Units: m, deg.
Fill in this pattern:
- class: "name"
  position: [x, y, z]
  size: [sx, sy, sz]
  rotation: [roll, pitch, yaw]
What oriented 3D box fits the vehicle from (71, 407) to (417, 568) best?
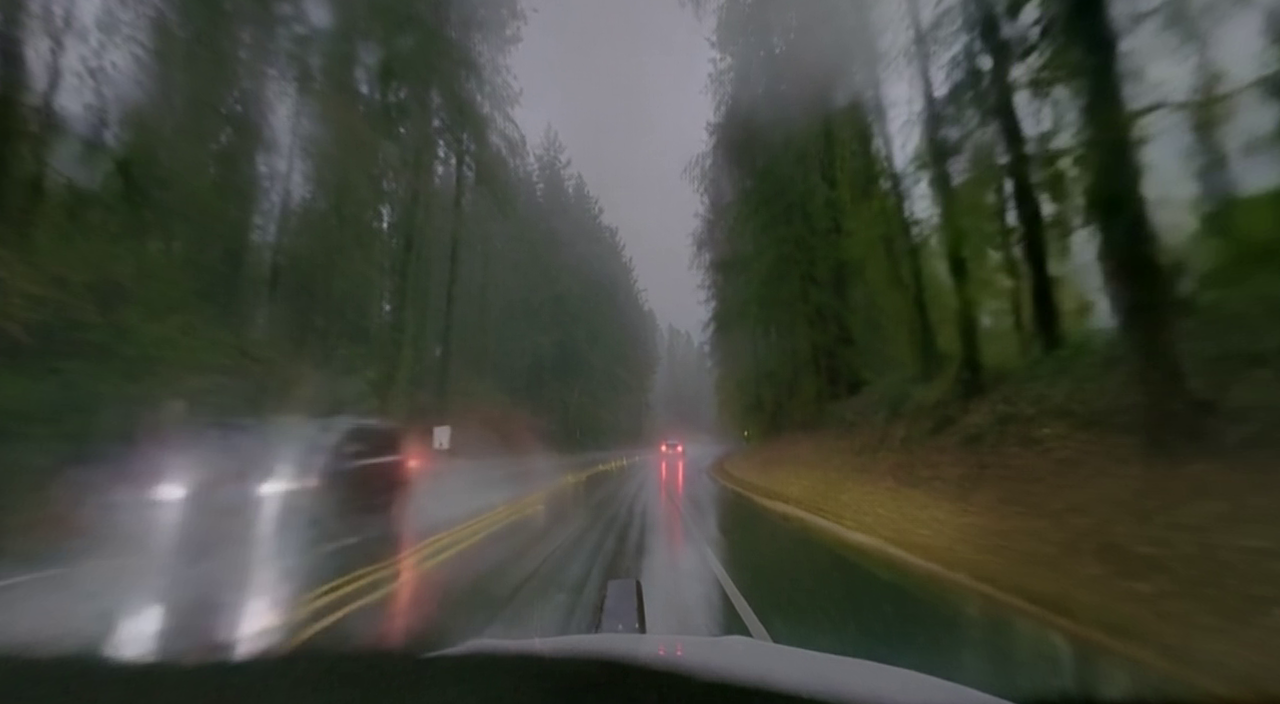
- class: "vehicle"
  position: [-5.063, 1.792, 9.029]
  size: [2.140, 1.727, 4.202]
  rotation: [0, -9, 1]
